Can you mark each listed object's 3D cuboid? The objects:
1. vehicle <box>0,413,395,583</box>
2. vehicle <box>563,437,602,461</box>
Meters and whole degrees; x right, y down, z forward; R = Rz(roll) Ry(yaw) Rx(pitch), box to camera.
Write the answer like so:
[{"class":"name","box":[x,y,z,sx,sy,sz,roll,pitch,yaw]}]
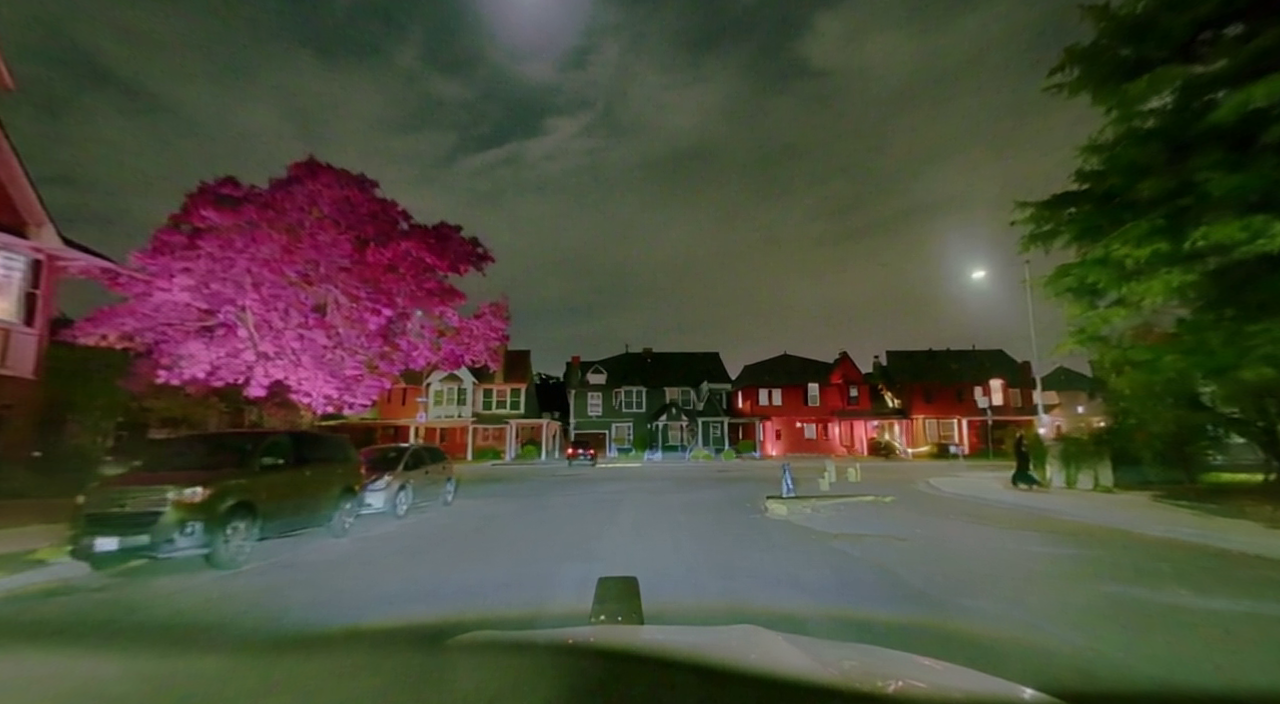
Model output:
[{"class":"vehicle","box":[-5.702,1.914,9.139,2.139,1.783,4.717,-1,-9,4]},{"class":"vehicle","box":[-3.722,6.429,41.608,1.968,1.491,4.486,0,-9,2]}]
